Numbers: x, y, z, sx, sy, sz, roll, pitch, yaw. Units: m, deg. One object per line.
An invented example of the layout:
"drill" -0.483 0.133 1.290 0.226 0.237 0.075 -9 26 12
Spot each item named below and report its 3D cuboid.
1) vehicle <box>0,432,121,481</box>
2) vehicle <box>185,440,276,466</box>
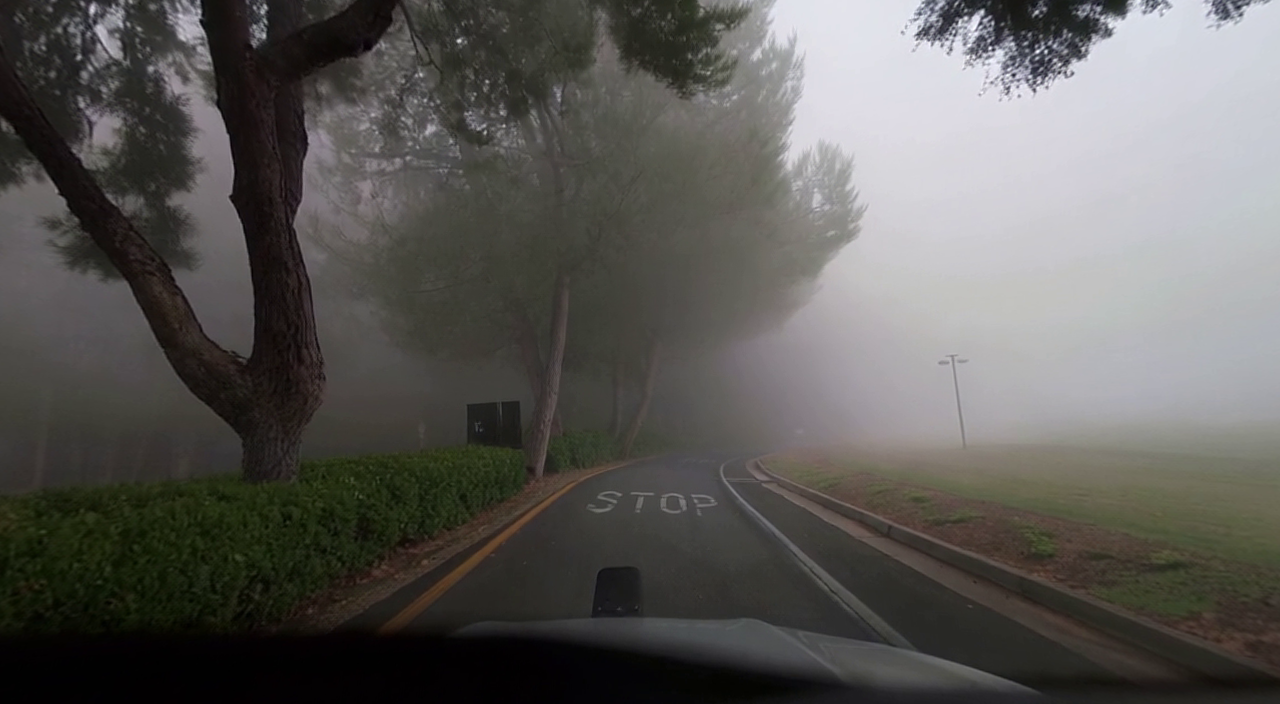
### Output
"vehicle" -28.331 5.064 30.688 4.733 1.892 1.939 -4 -4 2
"vehicle" -24.365 6.053 37.671 4.007 1.459 1.952 -1 -10 0
